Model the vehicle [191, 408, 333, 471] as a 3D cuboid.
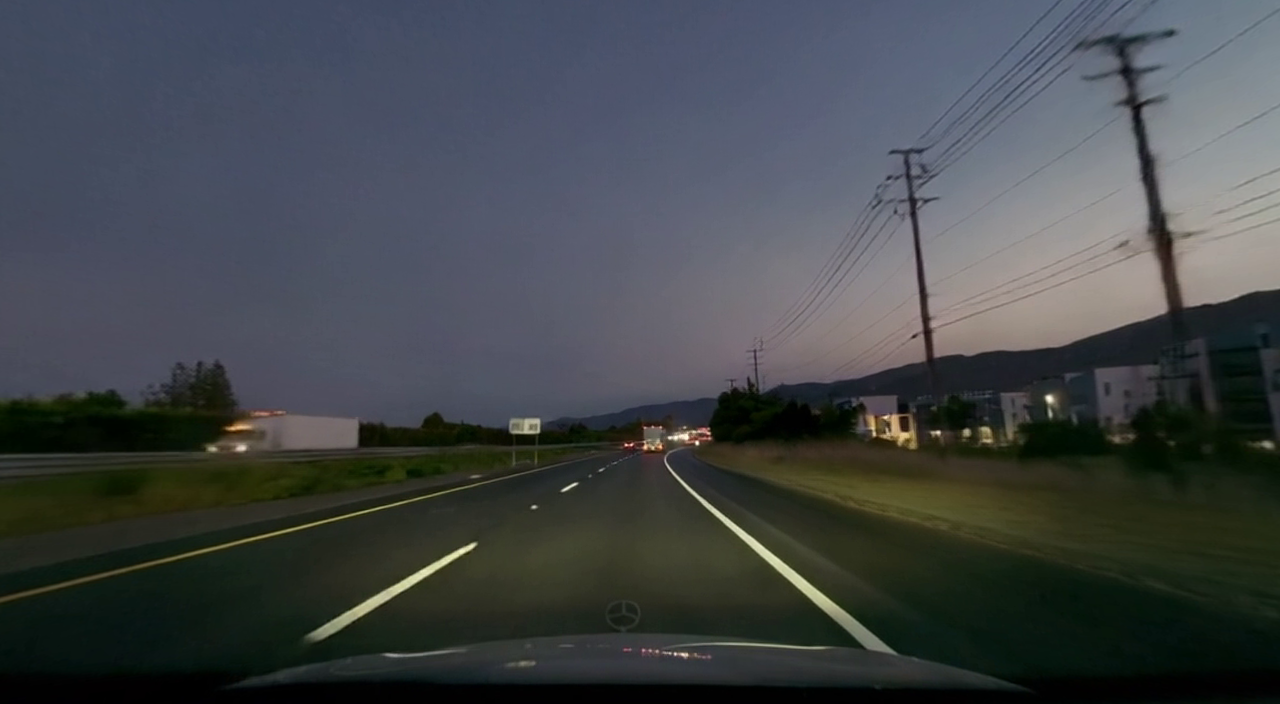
[{"bbox_3d":[-25.779,6.176,43.934,3.010,3.832,10.575,0,-9,2],"label":"vehicle"}]
